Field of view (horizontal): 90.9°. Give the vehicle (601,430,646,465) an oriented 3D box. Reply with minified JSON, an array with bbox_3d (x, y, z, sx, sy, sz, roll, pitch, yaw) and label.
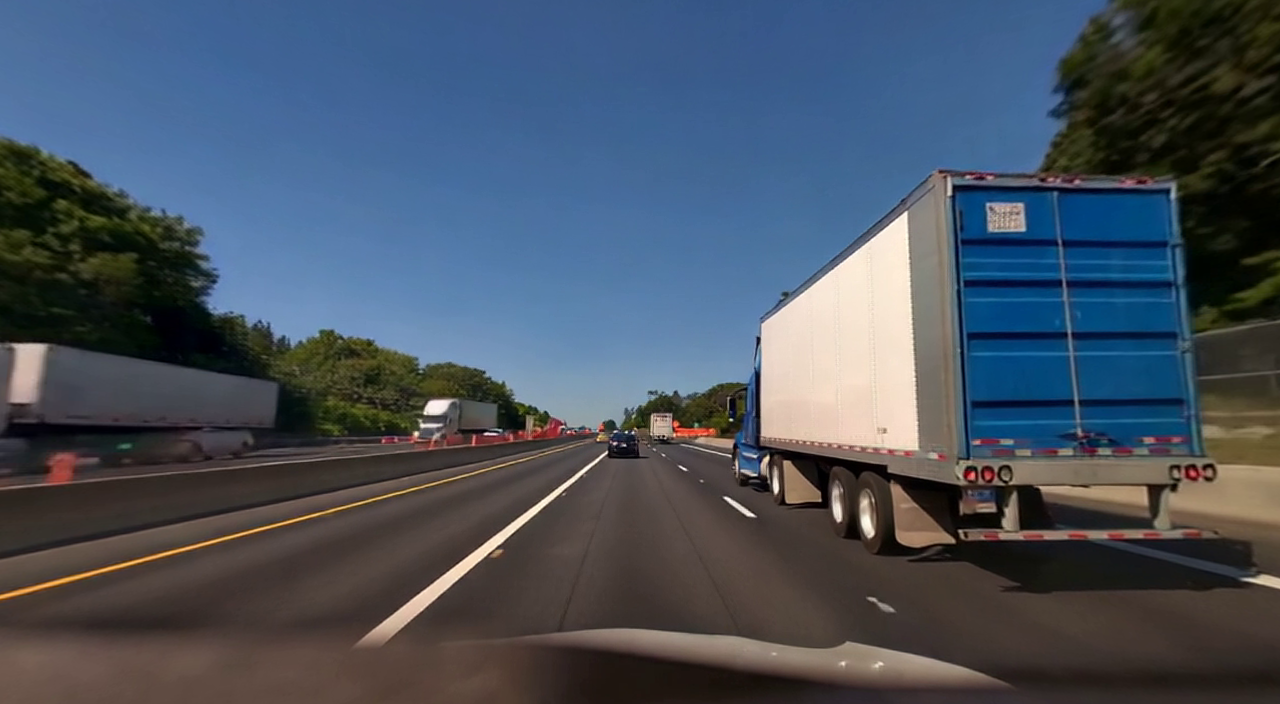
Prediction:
[{"bbox_3d":[-0.748,4.345,28.819,1.929,1.469,3.677,0,-8,-1],"label":"vehicle"}]

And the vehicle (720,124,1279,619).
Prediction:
[{"bbox_3d":[3.584,0.768,10.032,2.919,3.634,10.888,0,-8,-1],"label":"vehicle"}]

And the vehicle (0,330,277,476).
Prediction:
[{"bbox_3d":[-19.386,2.291,24.071,2.857,4.045,13.948,0,-8,0],"label":"vehicle"}]
